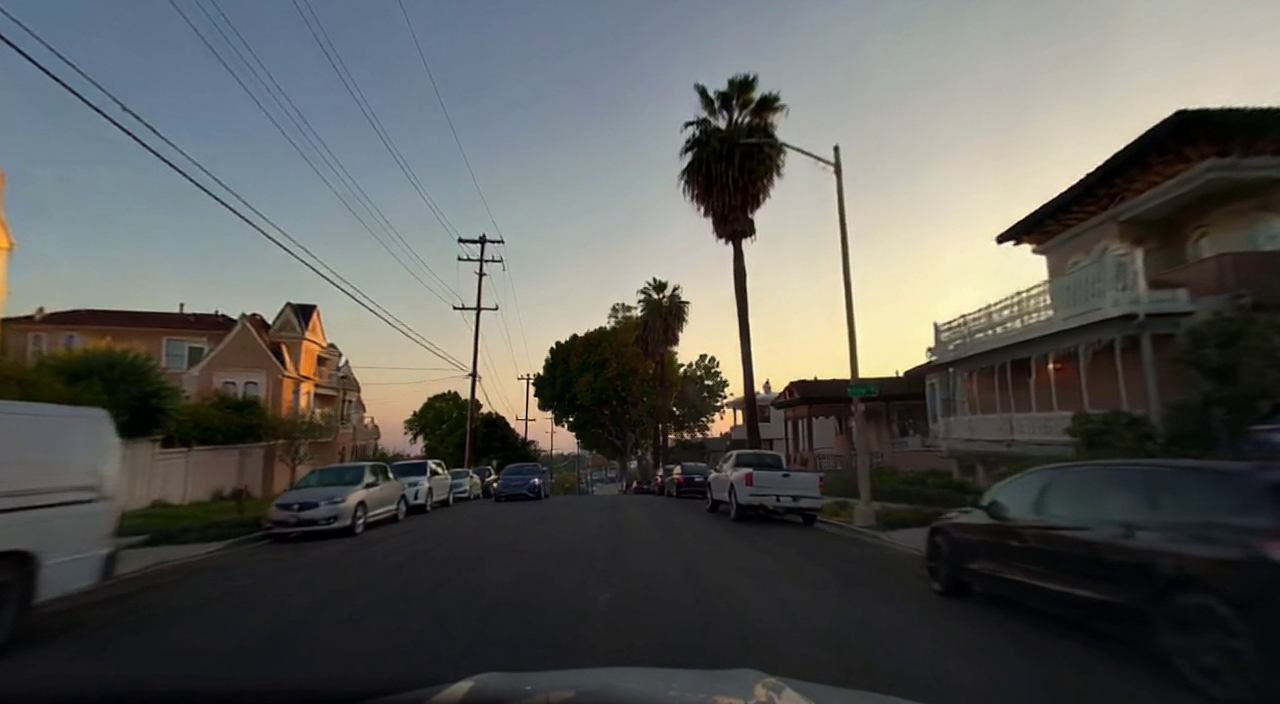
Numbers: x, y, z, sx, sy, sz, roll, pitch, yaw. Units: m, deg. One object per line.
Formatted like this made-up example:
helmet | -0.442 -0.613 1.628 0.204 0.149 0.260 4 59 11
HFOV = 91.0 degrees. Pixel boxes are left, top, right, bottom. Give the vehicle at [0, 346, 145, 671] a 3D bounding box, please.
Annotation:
vehicle | -5.299 0.819 2.619 2.348 2.144 5.481 1 -8 -5

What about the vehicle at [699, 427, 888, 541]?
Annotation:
vehicle | 3.049 2.801 14.346 2.358 2.008 5.957 1 -8 -5

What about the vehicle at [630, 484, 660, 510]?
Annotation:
vehicle | 0.283 10.094 44.036 1.756 1.455 3.965 0 -8 -4

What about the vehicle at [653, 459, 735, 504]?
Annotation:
vehicle | 1.979 5.002 24.728 2.212 1.476 4.678 1 -8 -8

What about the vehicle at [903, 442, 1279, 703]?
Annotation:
vehicle | 3.994 1.389 4.448 1.912 1.477 4.691 1 -8 -5

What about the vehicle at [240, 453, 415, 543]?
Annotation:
vehicle | -6.360 2.945 13.474 1.889 1.499 4.468 1 -8 -7

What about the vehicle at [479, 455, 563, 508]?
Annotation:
vehicle | -3.832 4.259 21.125 2.060 1.483 4.574 0 -8 -2
